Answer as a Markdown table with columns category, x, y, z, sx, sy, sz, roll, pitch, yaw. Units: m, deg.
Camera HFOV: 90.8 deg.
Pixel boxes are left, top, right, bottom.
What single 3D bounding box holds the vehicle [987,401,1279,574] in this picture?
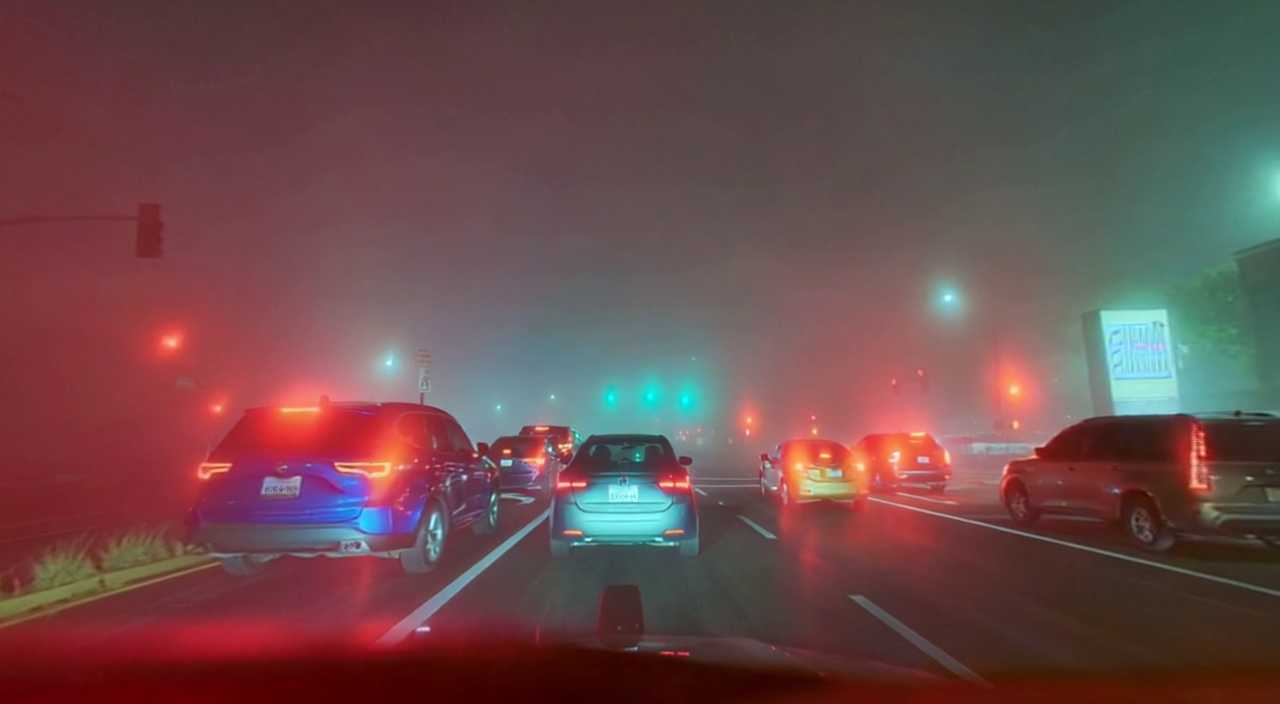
| category | x | y | z | sx | sy | sz | roll | pitch | yaw |
| --- | --- | --- | --- | --- | --- | --- | --- | --- | --- |
| vehicle | 7.239 | 1.715 | 8.800 | 2.068 | 1.731 | 4.752 | 0 | -8 | 0 |

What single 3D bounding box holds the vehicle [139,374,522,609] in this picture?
| category | x | y | z | sx | sy | sz | roll | pitch | yaw |
| --- | --- | --- | --- | --- | --- | --- | --- | --- | --- |
| vehicle | -2.851 | 1.430 | 7.370 | 2.064 | 1.825 | 4.760 | 0 | -8 | 0 |

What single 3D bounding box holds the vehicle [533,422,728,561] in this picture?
| category | x | y | z | sx | sy | sz | roll | pitch | yaw |
| --- | --- | --- | --- | --- | --- | --- | --- | --- | --- |
| vehicle | -0.144 | 1.801 | 8.874 | 2.097 | 1.480 | 4.006 | 0 | -8 | -1 |

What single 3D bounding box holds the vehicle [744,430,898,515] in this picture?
| category | x | y | z | sx | sy | sz | roll | pitch | yaw |
| --- | --- | --- | --- | --- | --- | --- | --- | --- | --- |
| vehicle | 3.576 | 2.464 | 13.455 | 1.861 | 1.473 | 4.393 | 0 | -8 | -2 |

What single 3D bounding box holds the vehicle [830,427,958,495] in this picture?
| category | x | y | z | sx | sy | sz | roll | pitch | yaw |
| --- | --- | --- | --- | --- | --- | --- | --- | --- | --- |
| vehicle | 7.049 | 3.069 | 18.075 | 1.894 | 1.693 | 4.110 | 0 | -8 | -1 |
